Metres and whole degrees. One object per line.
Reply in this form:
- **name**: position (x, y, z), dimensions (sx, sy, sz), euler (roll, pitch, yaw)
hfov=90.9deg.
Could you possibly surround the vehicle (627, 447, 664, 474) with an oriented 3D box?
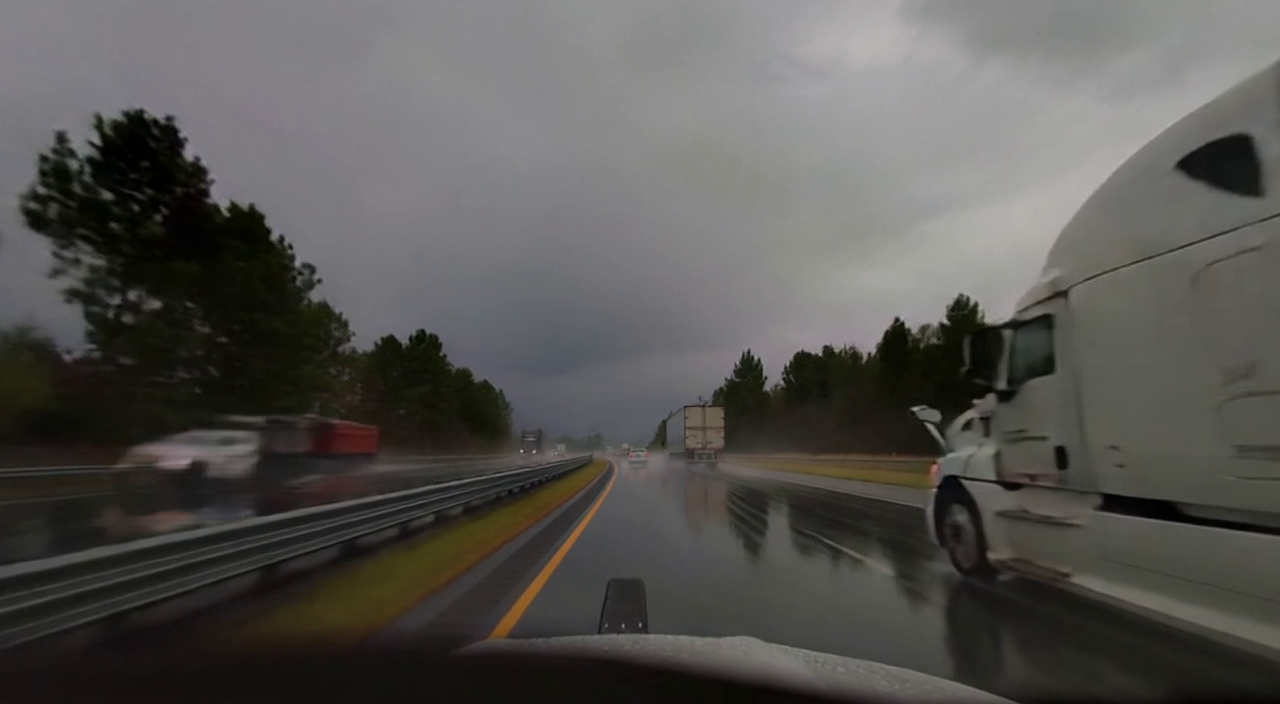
- **vehicle**: position (0.285, 6.486, 37.757), dimensions (2.051, 1.513, 4.511), euler (0, -9, -1)

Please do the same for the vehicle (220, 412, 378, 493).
- **vehicle**: position (-12.389, 3.748, 23.630), dimensions (2.410, 2.596, 6.043), euler (0, -9, 1)

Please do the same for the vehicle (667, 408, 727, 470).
- **vehicle**: position (4.131, 6.947, 49.447), dimensions (2.883, 4.057, 14.579), euler (0, -9, -2)

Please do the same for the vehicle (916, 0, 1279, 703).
- **vehicle**: position (4.426, -0.109, 3.462), dimensions (3.036, 3.833, 5.892), euler (0, -9, 0)
